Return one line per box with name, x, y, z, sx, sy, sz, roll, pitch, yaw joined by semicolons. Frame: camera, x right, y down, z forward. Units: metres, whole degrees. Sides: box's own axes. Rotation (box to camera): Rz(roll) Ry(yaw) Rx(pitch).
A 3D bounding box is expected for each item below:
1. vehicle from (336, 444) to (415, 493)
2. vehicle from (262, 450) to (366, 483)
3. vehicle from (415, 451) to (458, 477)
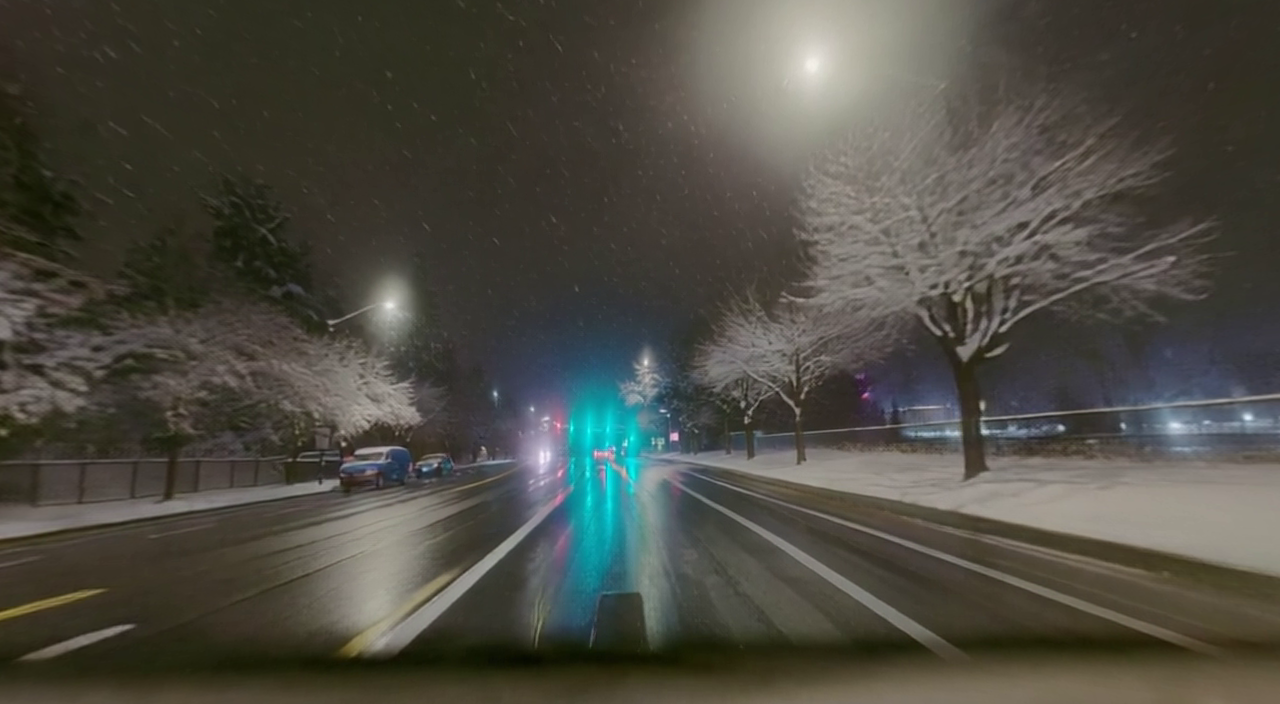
vehicle;-13.776;6.024;33.296;2.314;2.144;5.403;-4;-7;-6
vehicle;-20.160;7.085;39.218;5.168;1.886;2.283;-1;-8;1
vehicle;-15.102;8.344;47.112;2.090;1.680;4.434;-3;-9;-6
